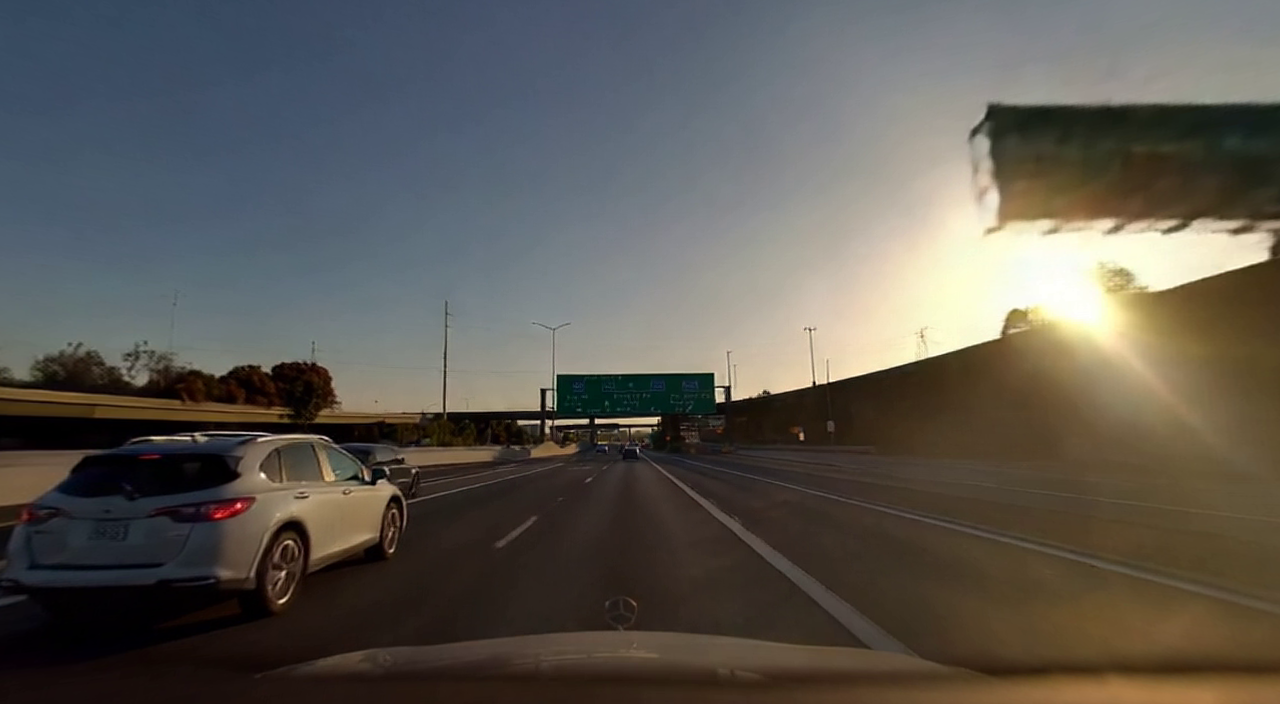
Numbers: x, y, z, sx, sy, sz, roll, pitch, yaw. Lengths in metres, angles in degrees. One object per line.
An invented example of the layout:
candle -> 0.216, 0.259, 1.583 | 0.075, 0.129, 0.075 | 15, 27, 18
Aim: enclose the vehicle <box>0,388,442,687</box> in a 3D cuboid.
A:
vehicle -> -3.612, 1.382, 5.856 | 2.178, 1.699, 4.321 | 0, -8, -1
